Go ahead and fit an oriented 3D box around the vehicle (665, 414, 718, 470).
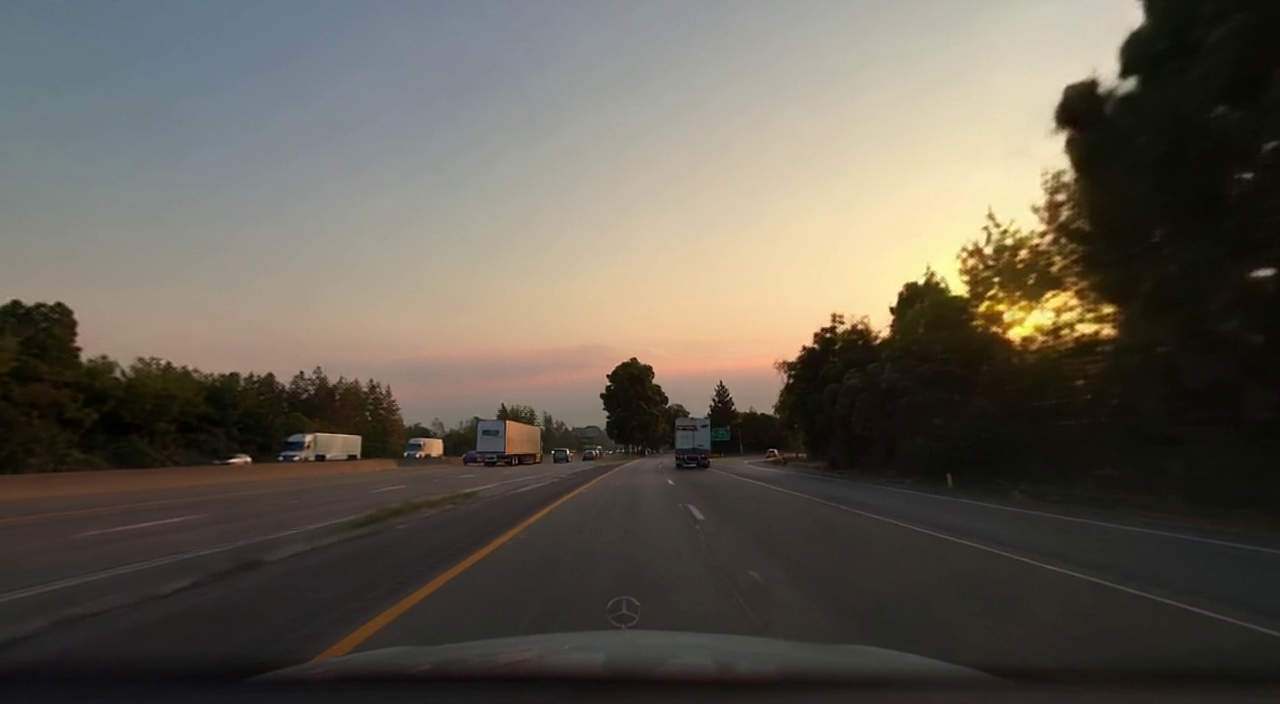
[{"bbox_3d":[3.653,6.950,48.015,2.928,3.595,13.975,0,-9,0],"label":"vehicle"}]
